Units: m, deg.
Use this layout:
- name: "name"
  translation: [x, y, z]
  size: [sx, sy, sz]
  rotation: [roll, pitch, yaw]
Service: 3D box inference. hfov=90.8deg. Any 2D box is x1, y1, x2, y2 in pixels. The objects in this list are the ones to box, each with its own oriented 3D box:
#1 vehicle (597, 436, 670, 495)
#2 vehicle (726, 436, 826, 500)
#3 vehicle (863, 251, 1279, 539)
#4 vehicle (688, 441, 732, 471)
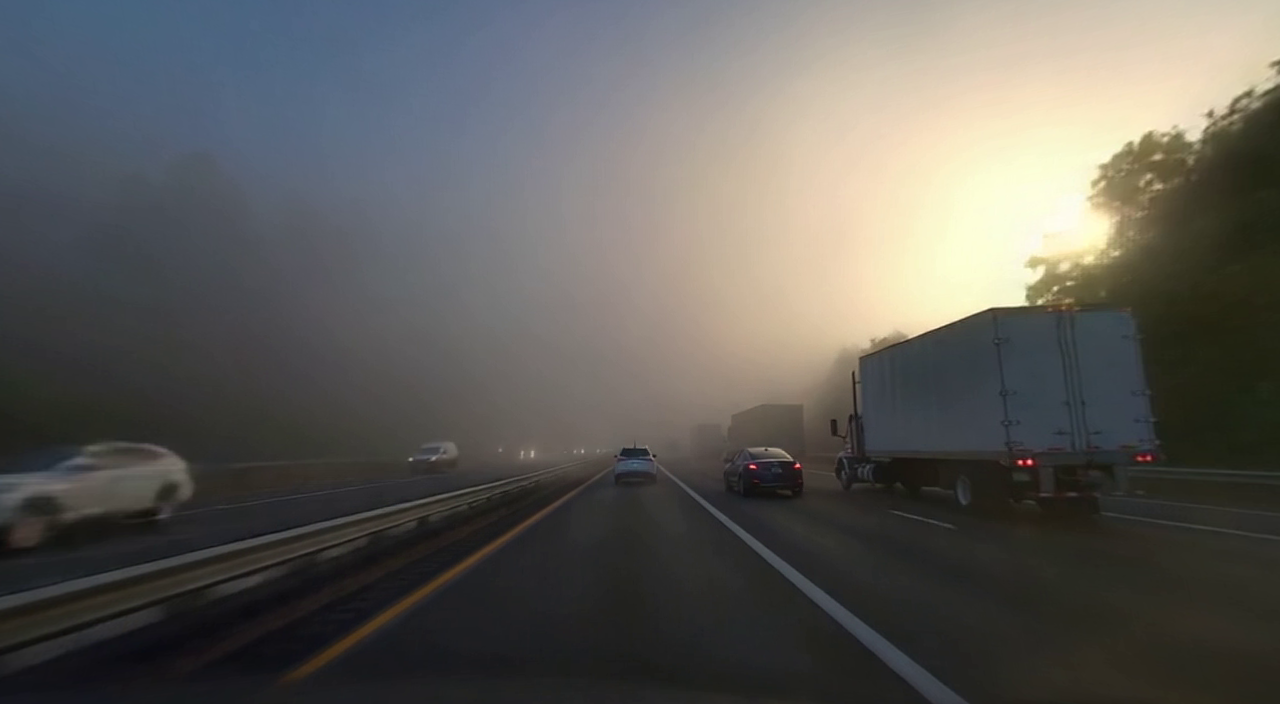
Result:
- name: "vehicle"
  translation: [-0.169, 3.460, 19.441]
  size: [2.023, 1.618, 3.628]
  rotation: [0, -9, 0]
- name: "vehicle"
  translation: [3.698, 3.220, 17.870]
  size: [1.920, 1.594, 3.867]
  rotation: [0, -9, -1]
- name: "vehicle"
  translation: [7.610, 1.191, 13.113]
  size: [2.823, 4.063, 8.485]
  rotation: [0, -9, 0]
- name: "vehicle"
  translation: [4.162, 6.281, 38.217]
  size: [2.150, 1.632, 4.260]
  rotation: [0, -9, 0]
